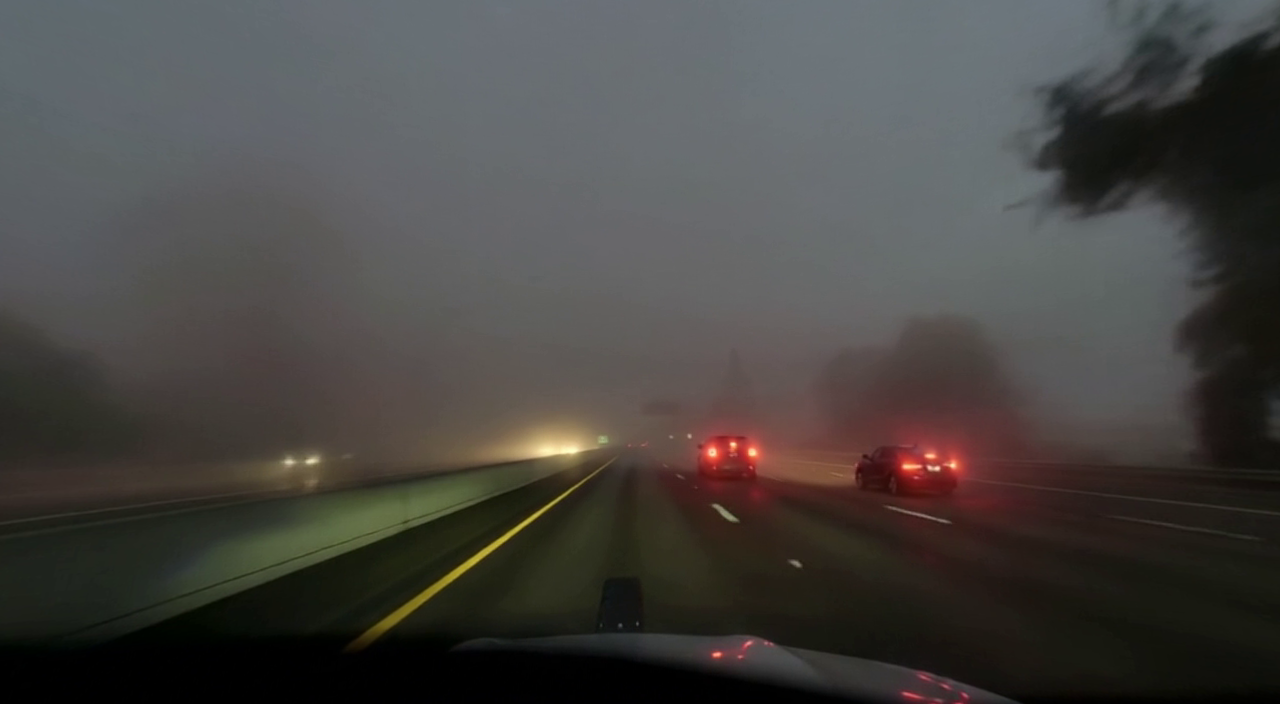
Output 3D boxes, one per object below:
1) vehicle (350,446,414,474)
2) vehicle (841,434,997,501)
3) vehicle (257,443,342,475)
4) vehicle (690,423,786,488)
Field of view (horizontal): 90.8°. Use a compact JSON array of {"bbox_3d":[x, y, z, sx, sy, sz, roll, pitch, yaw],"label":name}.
[{"bbox_3d":[-14.521,6.086,35.840,1.834,1.458,4.259,0,-8,-1],"label":"vehicle"},{"bbox_3d":[6.822,2.851,16.027,2.009,1.456,4.097,0,-8,-1],"label":"vehicle"},{"bbox_3d":[-18.453,5.765,34.465,2.209,1.570,4.395,0,-8,-1],"label":"vehicle"},{"bbox_3d":[2.987,3.330,20.573,2.258,1.824,4.908,0,-8,-1],"label":"vehicle"}]
